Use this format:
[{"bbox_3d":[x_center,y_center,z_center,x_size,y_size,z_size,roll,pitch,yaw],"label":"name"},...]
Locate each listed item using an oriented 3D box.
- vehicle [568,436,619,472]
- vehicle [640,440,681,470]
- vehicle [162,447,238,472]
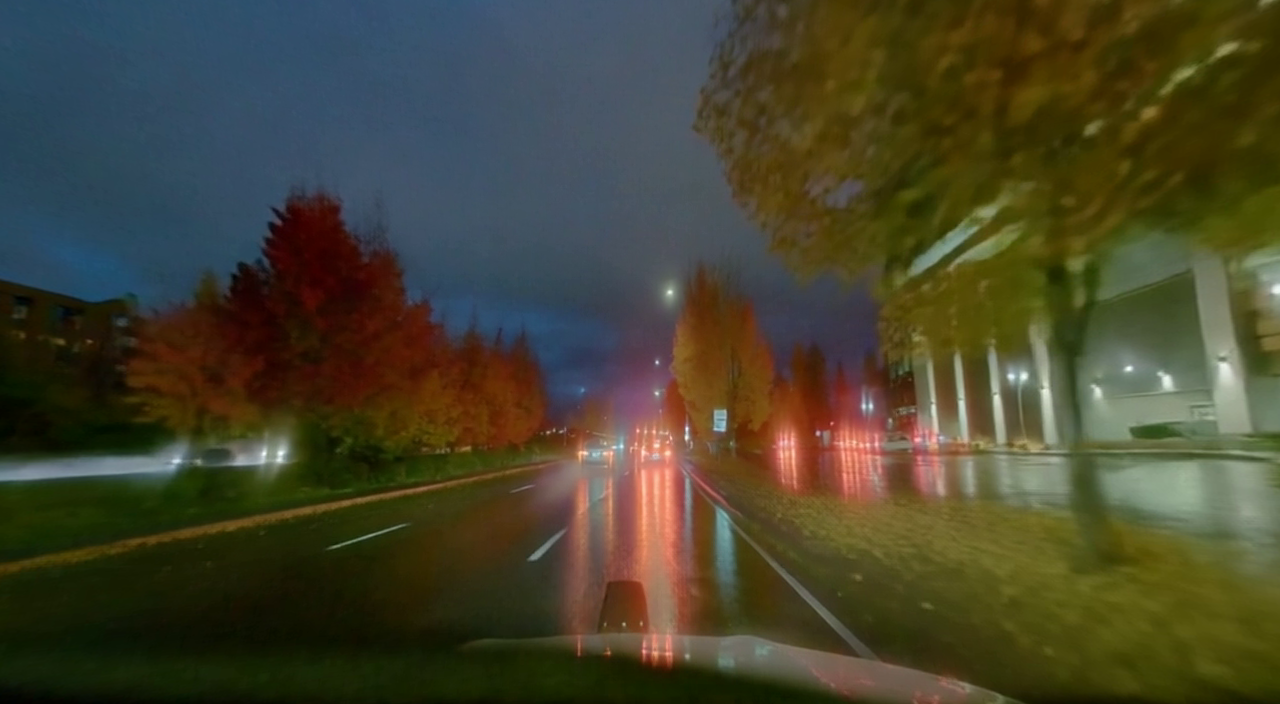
[{"bbox_3d":[-2.313,5.215,32.282,2.197,1.709,4.069,0,-8,1],"label":"vehicle"},{"bbox_3d":[1.089,5.412,33.331,2.040,1.493,3.682,0,-8,1],"label":"vehicle"},{"bbox_3d":[-33.202,8.072,47.679,1.982,1.759,4.837,-1,-8,3],"label":"vehicle"}]
